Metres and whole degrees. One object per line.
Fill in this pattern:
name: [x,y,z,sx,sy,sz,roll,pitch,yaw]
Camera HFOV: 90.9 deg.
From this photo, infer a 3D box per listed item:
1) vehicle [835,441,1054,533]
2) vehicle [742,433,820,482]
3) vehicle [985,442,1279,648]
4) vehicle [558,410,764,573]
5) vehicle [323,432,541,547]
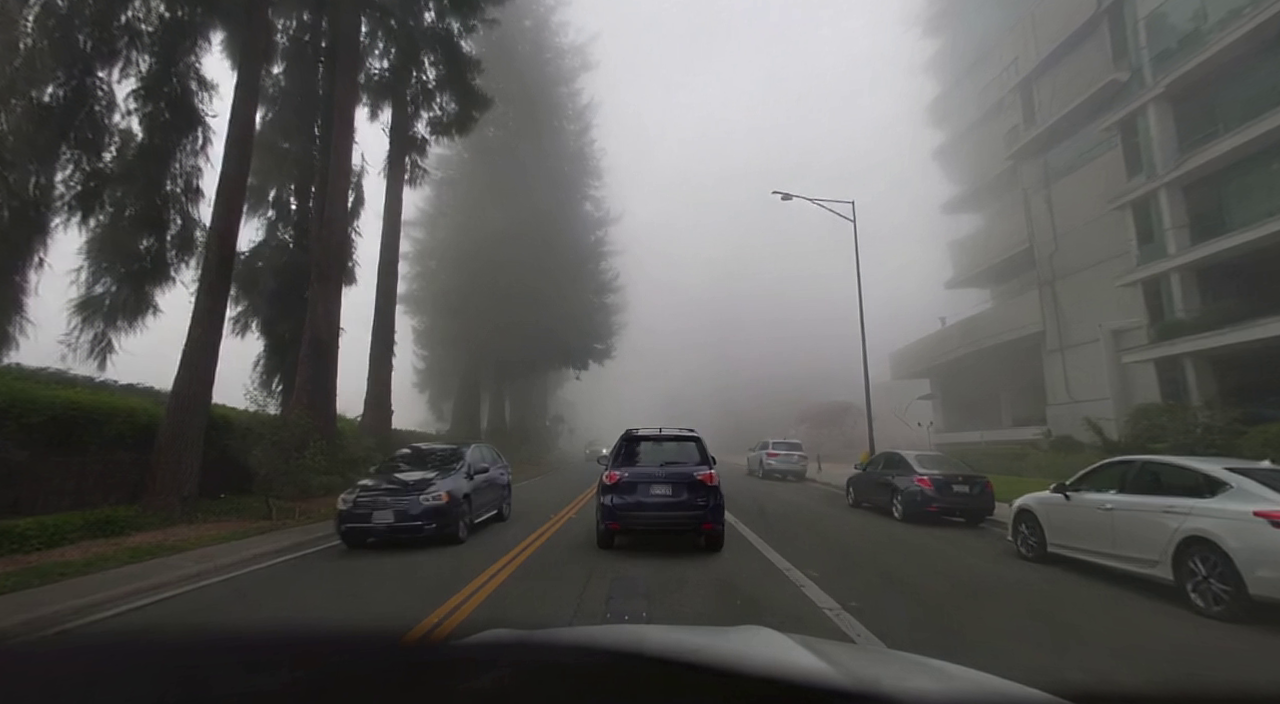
vehicle: [5.672,2.542,12.619,1.852,1.452,4.852,0,-9,-1]
vehicle: [5.649,4.289,25.854,2.059,1.813,4.637,0,-9,-1]
vehicle: [5.544,1.623,6.076,1.809,1.478,4.623,0,-9,0]
vehicle: [0.221,1.727,8.488,2.105,1.653,3.887,0,-9,0]
vehicle: [-3.182,2.203,10.850,2.090,1.532,4.529,0,-9,2]
